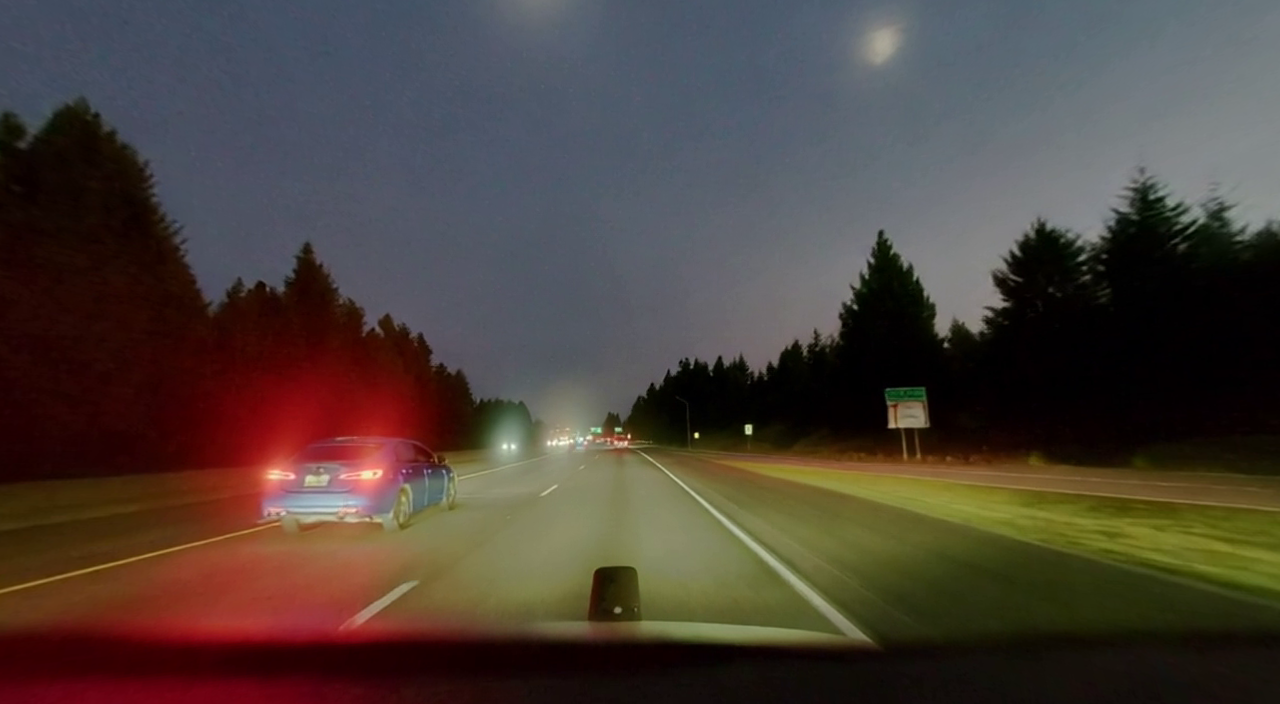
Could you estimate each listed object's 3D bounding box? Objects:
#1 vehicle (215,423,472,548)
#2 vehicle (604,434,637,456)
[{"bbox_3d":[-4.092,1.876,9.634,1.958,1.477,4.121,0,-8,-1],"label":"vehicle"},{"bbox_3d":[-1.358,6.532,44.357,2.162,1.460,4.242,0,-8,-2],"label":"vehicle"}]
